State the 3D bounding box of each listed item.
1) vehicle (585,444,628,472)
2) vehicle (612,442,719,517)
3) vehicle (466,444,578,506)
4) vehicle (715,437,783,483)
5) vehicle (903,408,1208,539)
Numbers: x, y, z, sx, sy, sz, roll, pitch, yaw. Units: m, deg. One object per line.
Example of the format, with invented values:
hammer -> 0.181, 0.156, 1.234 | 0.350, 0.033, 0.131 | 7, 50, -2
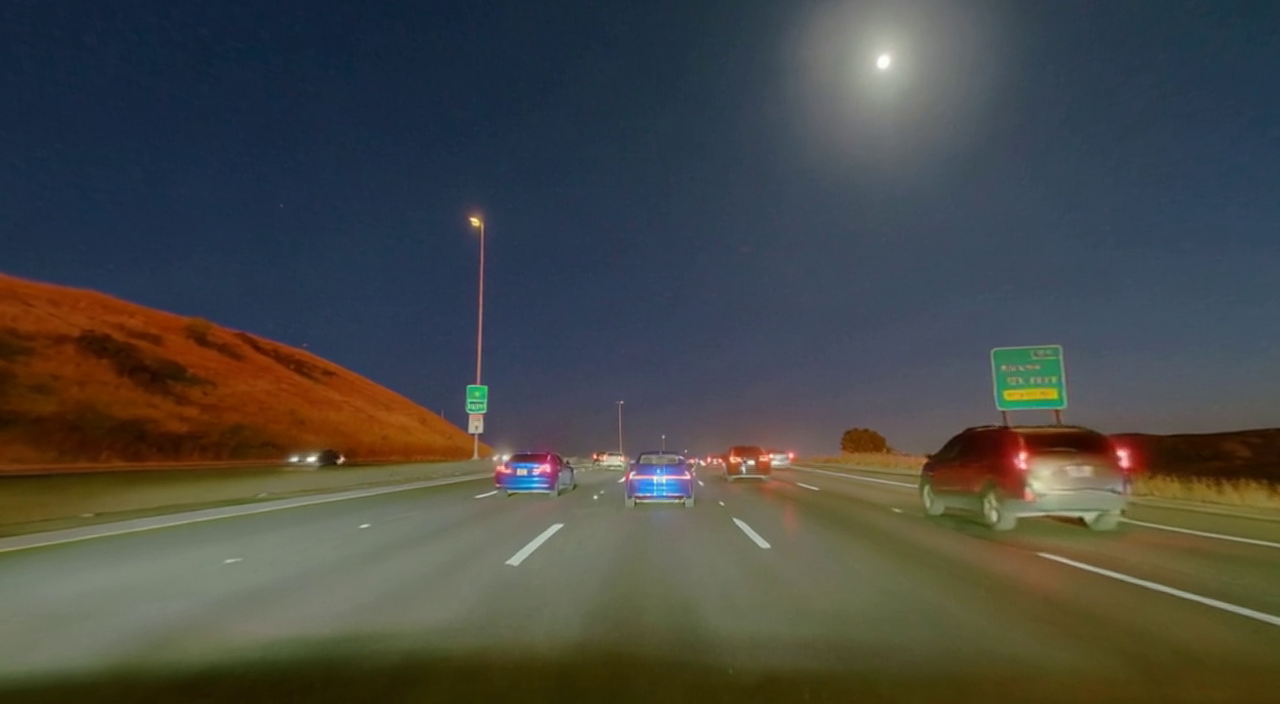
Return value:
vehicle -> -1.926, 6.281, 37.656 | 2.034, 1.572, 4.444 | -1, -8, 4
vehicle -> 0.546, 2.755, 14.183 | 2.072, 1.431, 3.904 | -1, -8, 2
vehicle -> -2.993, 3.225, 17.057 | 2.017, 1.446, 4.384 | -1, -8, 3
vehicle -> 4.392, 4.425, 26.159 | 2.083, 1.693, 4.740 | 0, -8, 2
vehicle -> 6.901, 2.078, 11.397 | 2.210, 1.831, 4.843 | 0, -8, 1
